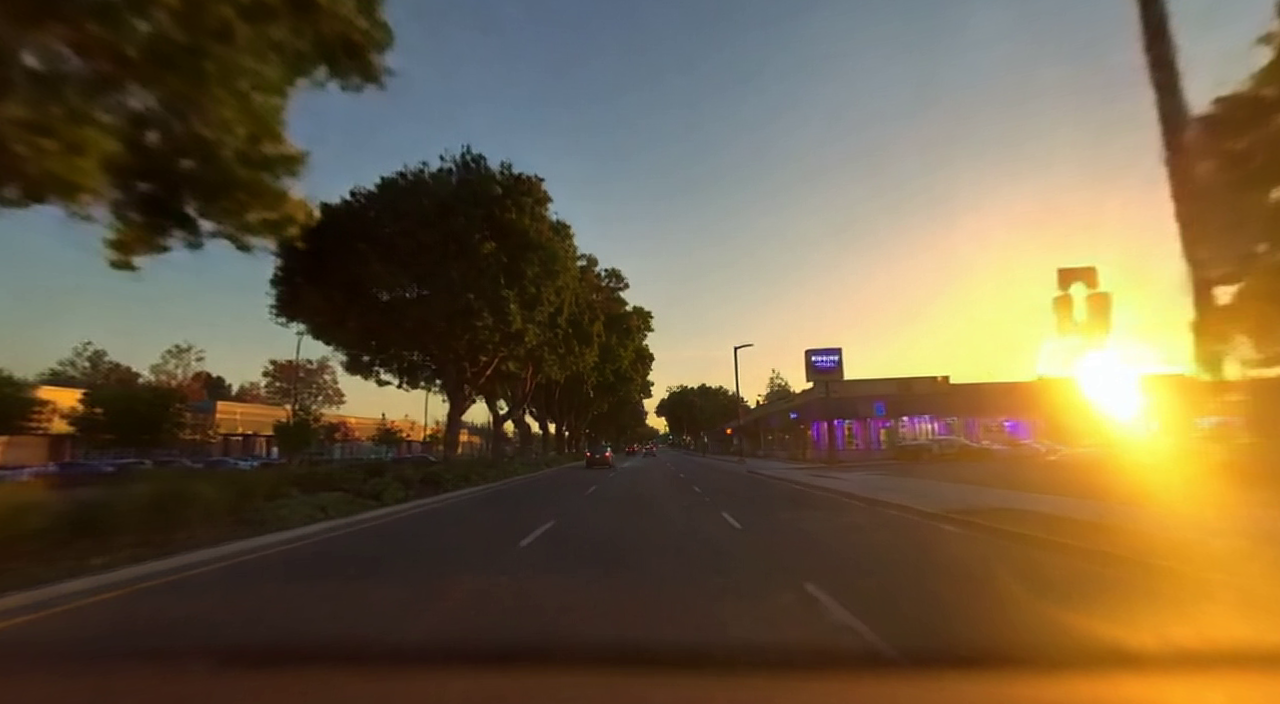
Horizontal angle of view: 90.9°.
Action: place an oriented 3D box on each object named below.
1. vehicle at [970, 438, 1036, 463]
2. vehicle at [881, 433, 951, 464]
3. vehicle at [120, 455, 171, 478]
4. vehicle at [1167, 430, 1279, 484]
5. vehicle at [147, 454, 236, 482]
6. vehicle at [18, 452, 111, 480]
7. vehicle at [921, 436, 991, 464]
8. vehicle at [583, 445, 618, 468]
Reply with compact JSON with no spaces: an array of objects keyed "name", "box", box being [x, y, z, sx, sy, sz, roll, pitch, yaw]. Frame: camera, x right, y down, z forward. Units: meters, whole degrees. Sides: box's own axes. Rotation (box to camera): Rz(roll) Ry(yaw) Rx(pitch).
[{"name":"vehicle","box":[22.772,6.151,39.682,1.828,1.450,3.730,-1,-8,-1]},{"name":"vehicle","box":[17.251,6.071,39.724,2.038,1.827,4.870,0,-9,-2]},{"name":"vehicle","box":[-37.220,8.611,47.535,1.856,1.441,4.226,1,-8,-21]},{"name":"vehicle","box":[17.747,2.927,17.769,4.059,1.422,1.892,0,-9,-1]},{"name":"vehicle","box":[-27.457,7.091,38.794,1.910,1.498,4.703,0,-9,2]},{"name":"vehicle","box":[-45.030,8.887,49.529,2.150,1.834,5.472,-2,-8,0]},{"name":"vehicle","box":[19.892,6.164,39.863,2.074,1.607,4.465,-2,-8,0]},{"name":"vehicle","box":[-2.645,7.112,43.153,2.082,1.460,4.442,0,-9,1]}]
